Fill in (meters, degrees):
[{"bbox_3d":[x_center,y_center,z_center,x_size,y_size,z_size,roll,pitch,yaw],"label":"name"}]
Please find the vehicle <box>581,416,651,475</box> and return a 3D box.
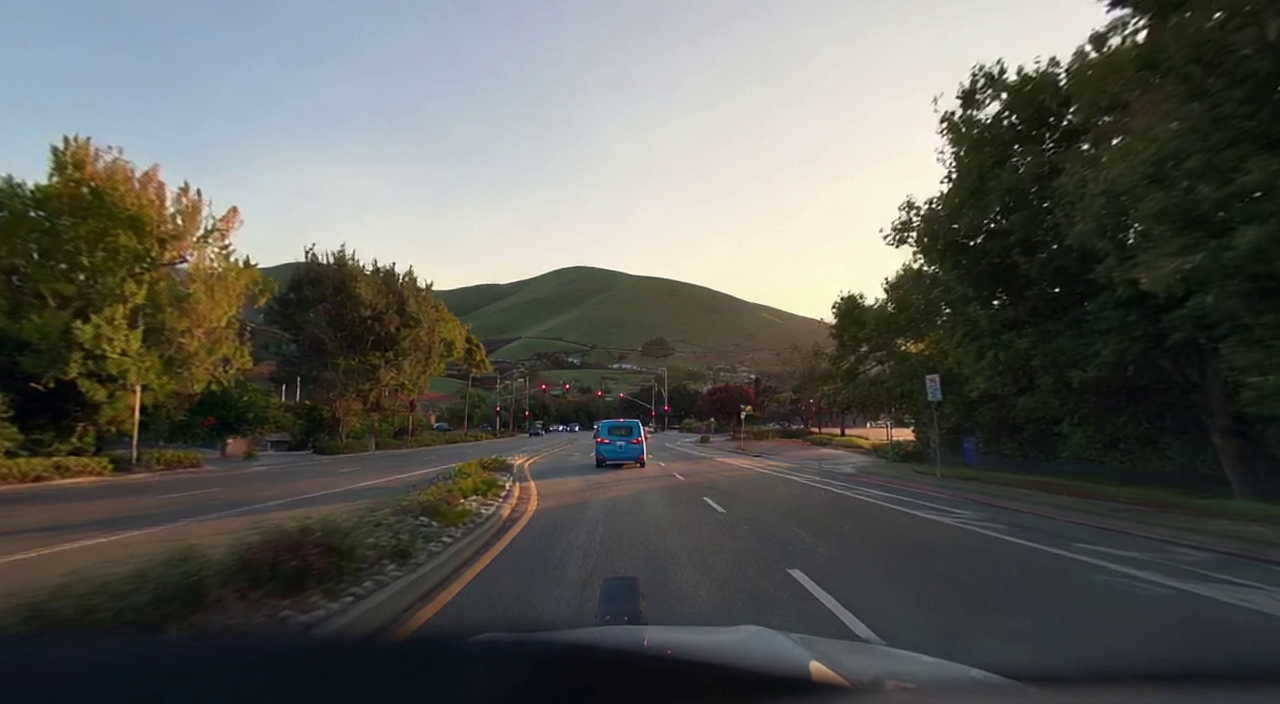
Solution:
[{"bbox_3d":[-0.849,3.261,21.980,2.185,1.822,4.391,0,-8,-3],"label":"vehicle"}]
